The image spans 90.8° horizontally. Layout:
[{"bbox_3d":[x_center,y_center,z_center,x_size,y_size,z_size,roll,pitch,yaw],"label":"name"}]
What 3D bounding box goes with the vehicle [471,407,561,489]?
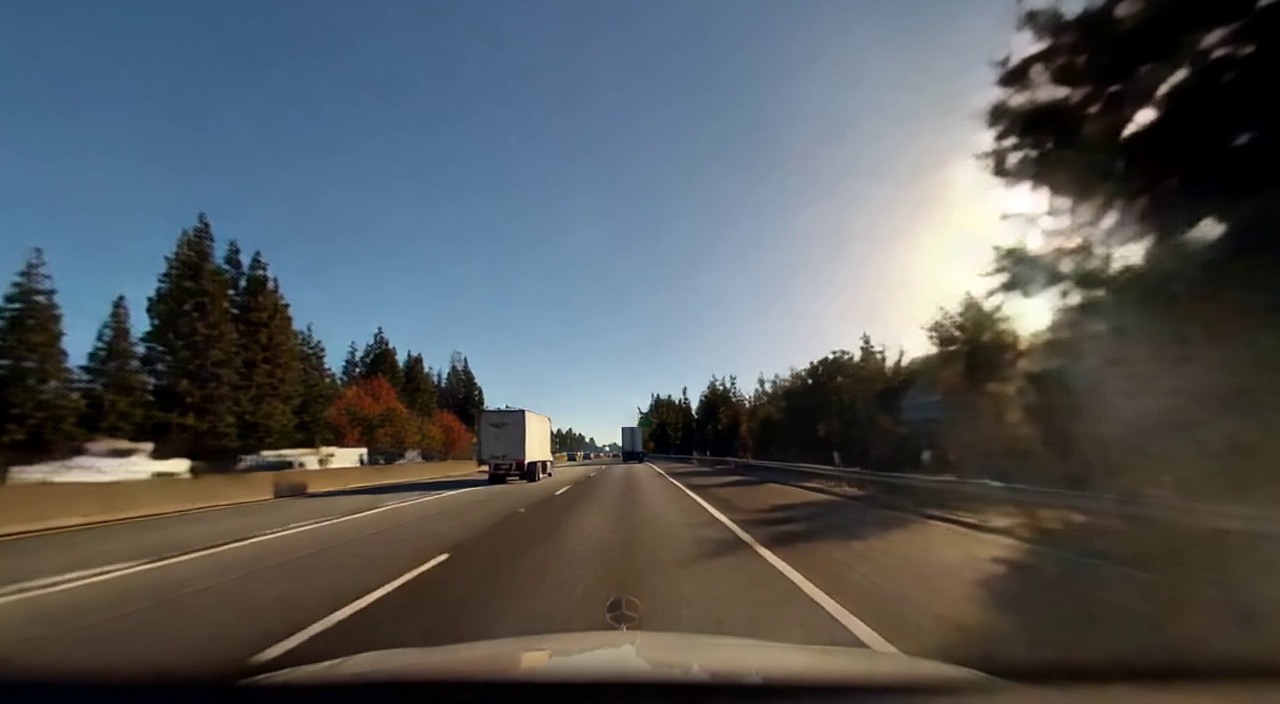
[{"bbox_3d":[-4.701,3.831,25.102,2.368,2.813,6.329,0,-9,-1],"label":"vehicle"}]
